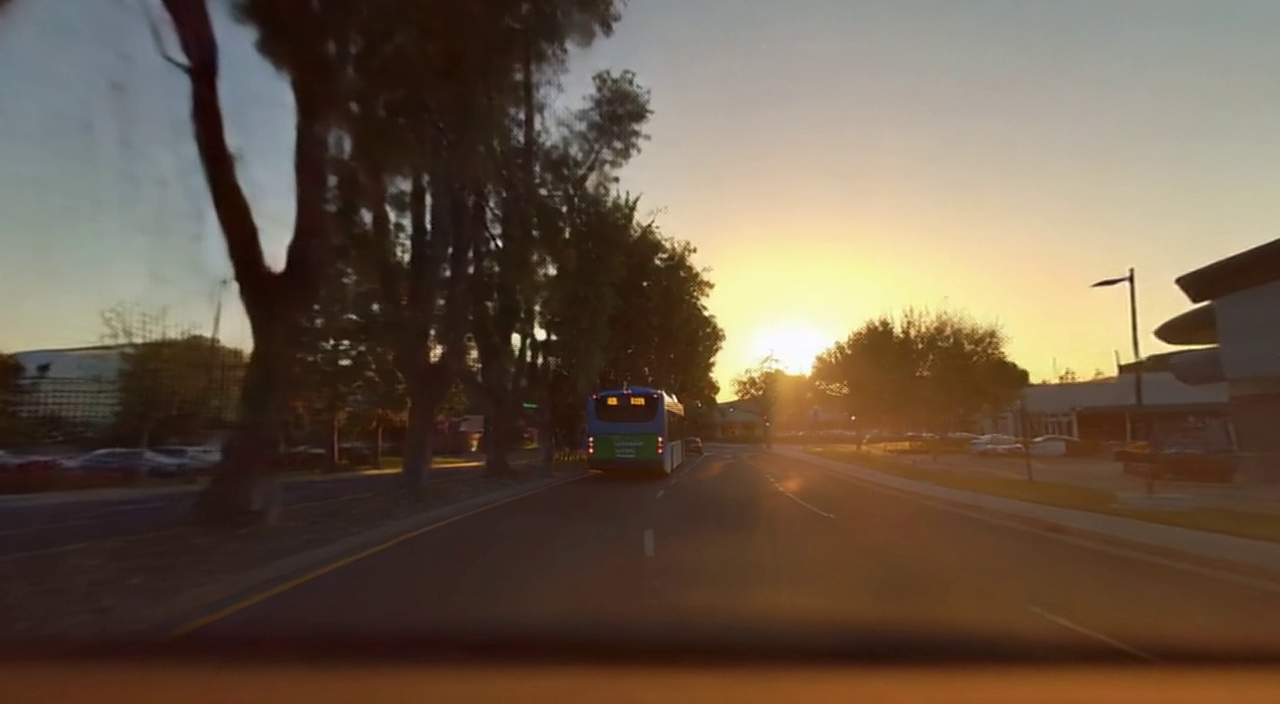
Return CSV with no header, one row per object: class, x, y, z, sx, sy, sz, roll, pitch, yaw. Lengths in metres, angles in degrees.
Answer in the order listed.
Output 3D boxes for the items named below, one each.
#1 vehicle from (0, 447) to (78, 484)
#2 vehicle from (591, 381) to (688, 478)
vehicle,-28.602,5.135,28.320,1.798,1.484,4.546,-4,-8,20
vehicle,0.363,3.603,27.905,3.031,3.429,11.005,-1,-9,6
